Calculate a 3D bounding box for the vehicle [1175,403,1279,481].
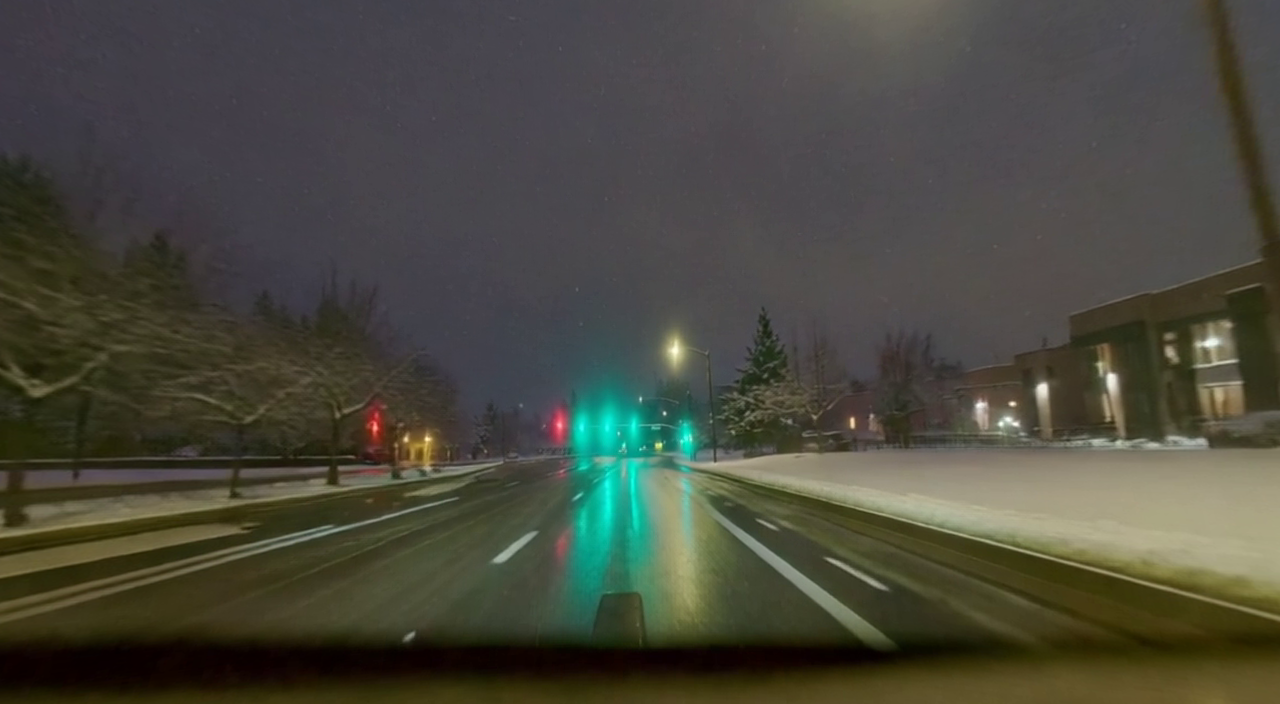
[{"bbox_3d":[28.146,3.856,27.835,7.548,3.111,2.756,0,-8,-14],"label":"vehicle"}]
